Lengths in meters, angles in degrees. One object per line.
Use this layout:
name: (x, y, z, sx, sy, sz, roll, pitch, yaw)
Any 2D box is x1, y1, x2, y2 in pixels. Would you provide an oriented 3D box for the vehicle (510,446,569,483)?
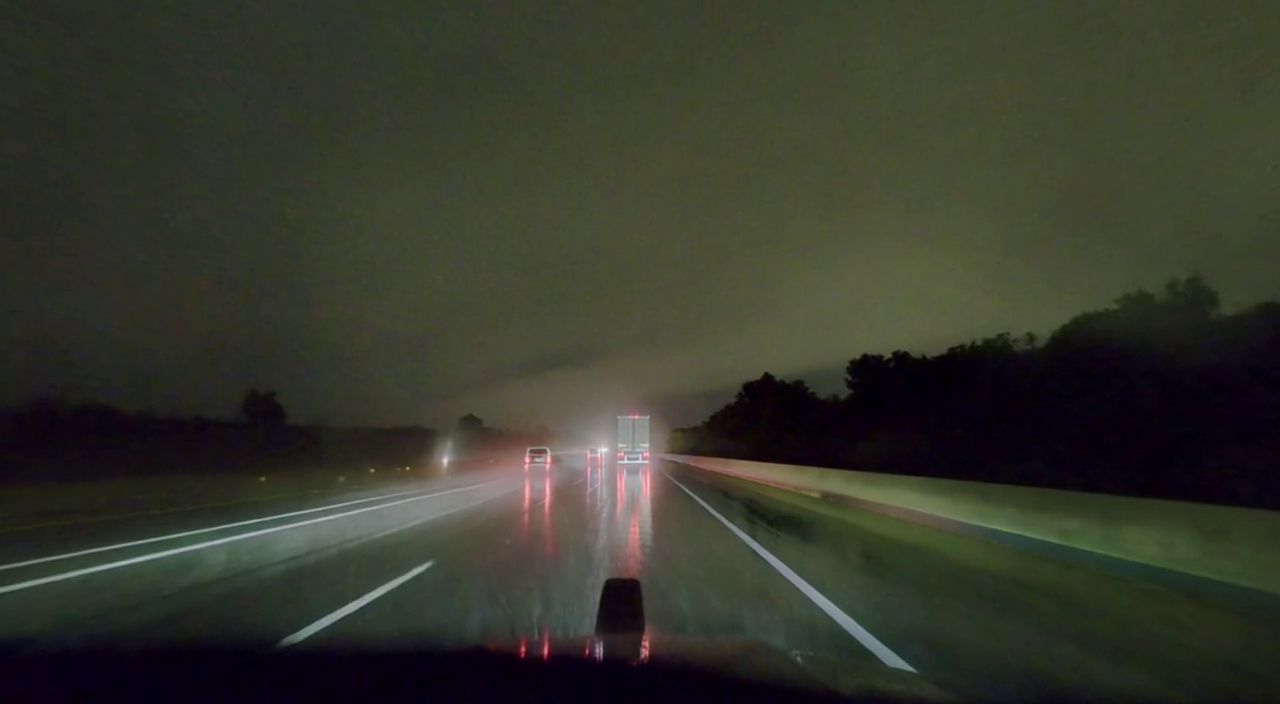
vehicle: (-4.424, 5.019, 28.438, 1.978, 1.507, 4.062, 0, -9, 1)
